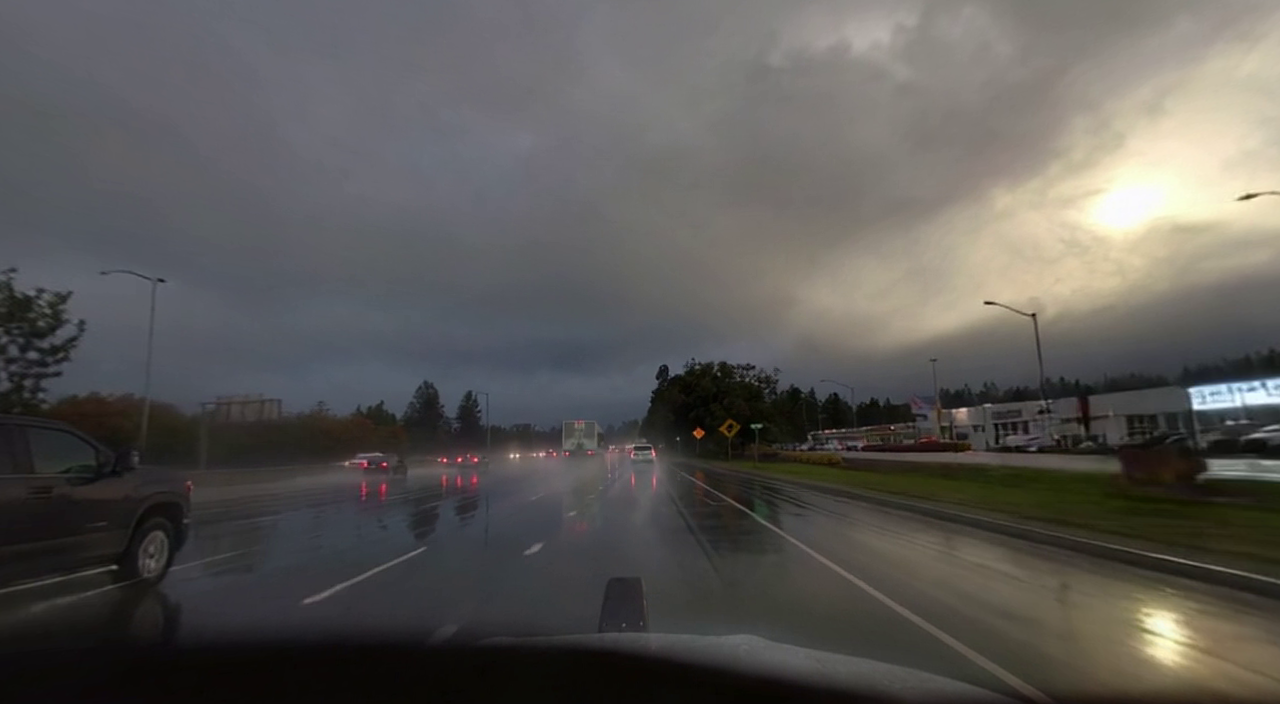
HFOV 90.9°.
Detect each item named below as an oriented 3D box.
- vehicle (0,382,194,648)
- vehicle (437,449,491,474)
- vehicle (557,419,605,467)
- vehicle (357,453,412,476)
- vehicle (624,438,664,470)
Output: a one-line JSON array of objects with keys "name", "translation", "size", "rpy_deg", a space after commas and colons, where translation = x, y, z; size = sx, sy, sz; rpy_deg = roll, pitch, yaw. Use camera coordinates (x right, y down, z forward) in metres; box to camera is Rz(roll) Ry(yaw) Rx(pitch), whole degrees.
[{"name": "vehicle", "translation": [-5.485, 1.028, 3.725], "size": [2.200, 1.793, 4.586], "rpy_deg": [-1, -8, 2]}, {"name": "vehicle", "translation": [-11.264, 6.997, 40.671], "size": [1.928, 1.480, 4.823], "rpy_deg": [-1, -8, 2]}, {"name": "vehicle", "translation": [-4.473, 7.204, 49.830], "size": [2.796, 3.426, 8.553], "rpy_deg": [-1, -8, 1]}, {"name": "vehicle", "translation": [-18.422, 8.123, 45.699], "size": [1.899, 1.478, 4.640], "rpy_deg": [-1, -8, 3]}, {"name": "vehicle", "translation": [0.223, 6.057, 37.641], "size": [2.227, 1.794, 4.646], "rpy_deg": [0, -8, 1]}]
